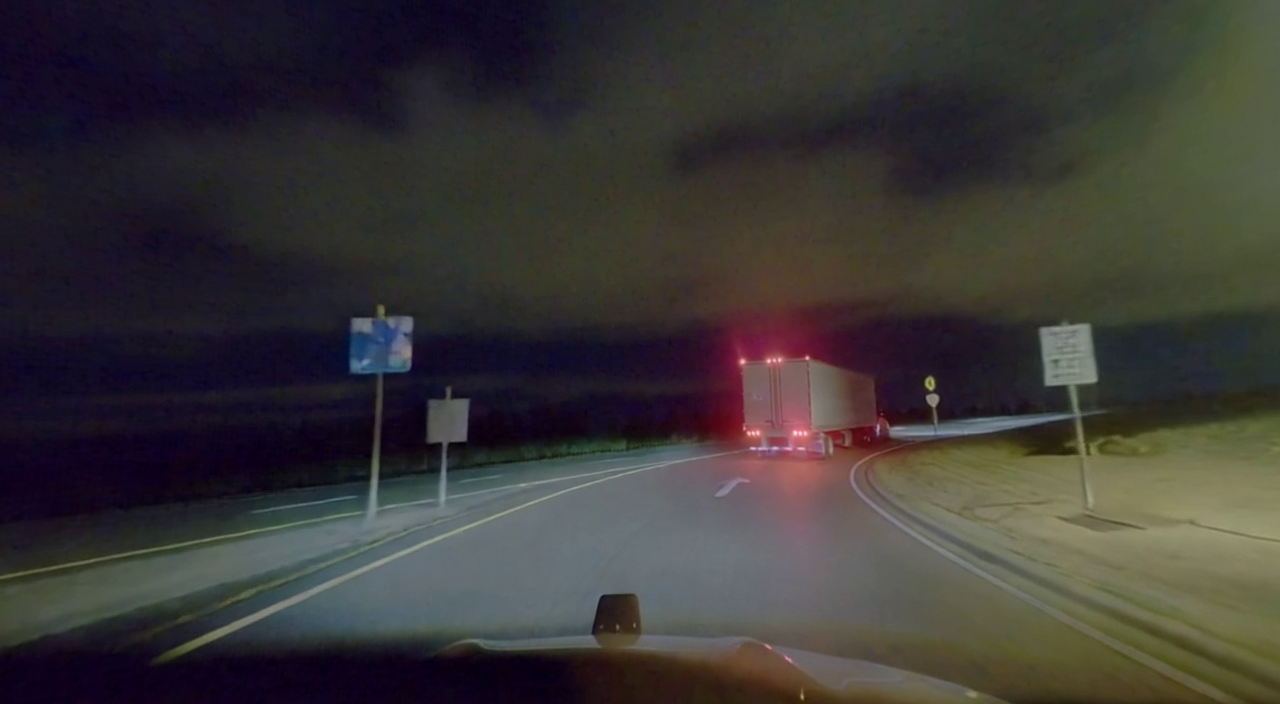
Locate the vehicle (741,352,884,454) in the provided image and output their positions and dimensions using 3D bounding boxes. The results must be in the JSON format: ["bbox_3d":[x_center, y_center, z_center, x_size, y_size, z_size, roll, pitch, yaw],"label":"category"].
[{"bbox_3d":[8.057,2.534,27.994,2.837,3.712,10.484,-5,-9,33],"label":"vehicle"}]
